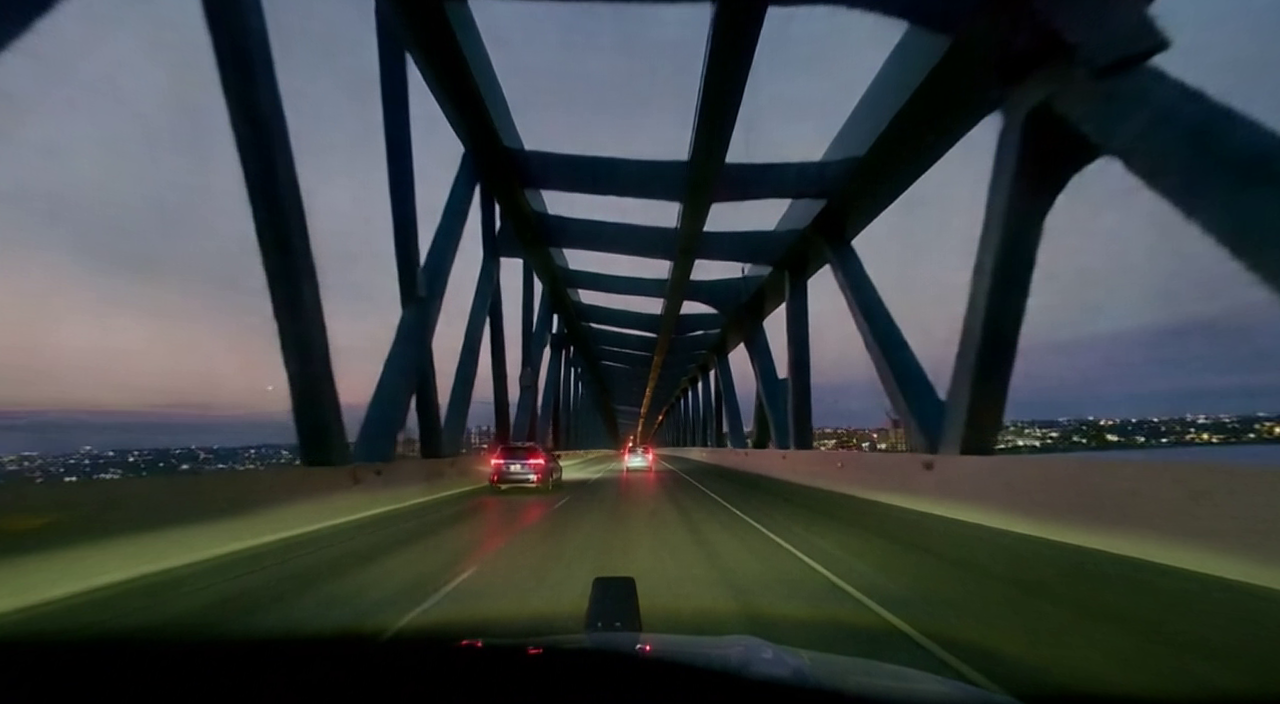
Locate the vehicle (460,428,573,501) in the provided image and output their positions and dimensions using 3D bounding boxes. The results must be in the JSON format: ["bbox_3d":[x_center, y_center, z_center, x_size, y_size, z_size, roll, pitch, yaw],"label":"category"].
[{"bbox_3d":[-3.317,3.153,18.129,2.190,1.807,4.741,0,-8,1],"label":"vehicle"}]

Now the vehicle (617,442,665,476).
[{"bbox_3d":[0.008,4.881,29.082,2.048,1.450,3.973,0,-8,-1],"label":"vehicle"}]
